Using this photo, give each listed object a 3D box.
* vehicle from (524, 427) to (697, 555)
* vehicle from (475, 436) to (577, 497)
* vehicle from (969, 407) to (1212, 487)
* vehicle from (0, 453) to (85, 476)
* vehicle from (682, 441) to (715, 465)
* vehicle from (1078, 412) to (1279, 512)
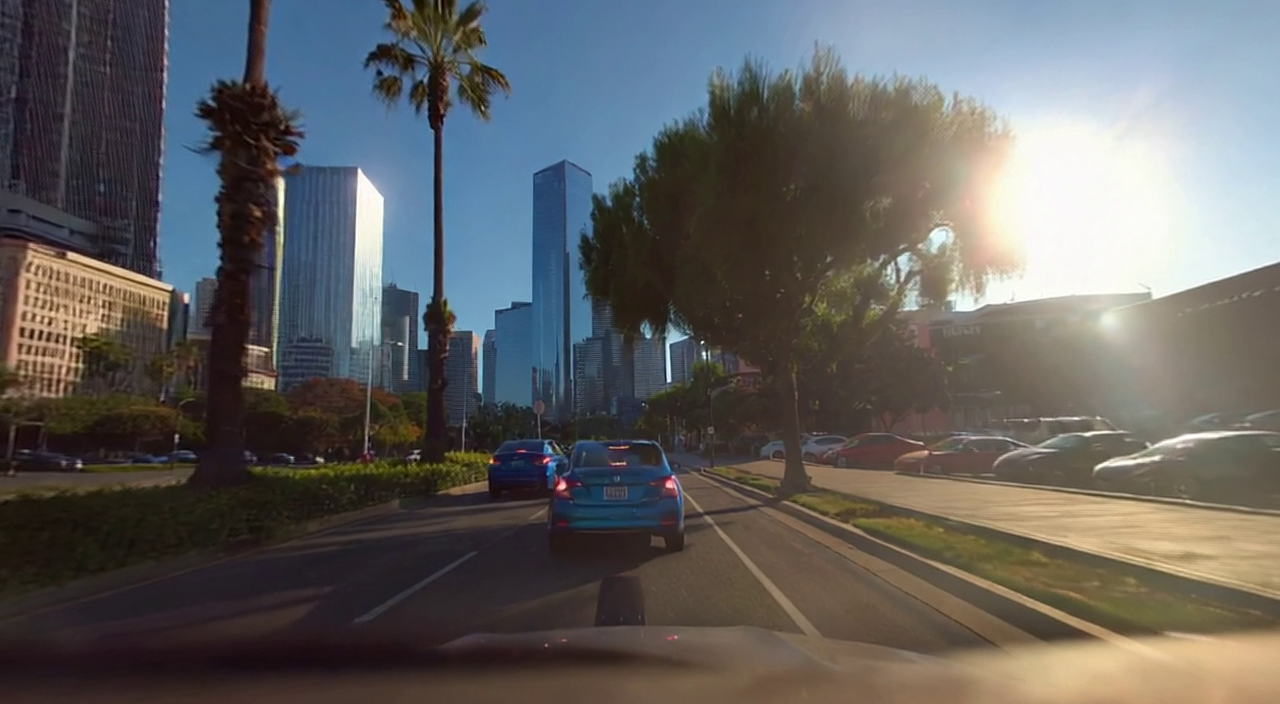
[{"bbox_3d":[-0.327,1.902,9.256,2.004,1.465,3.713,0,-9,0],"label":"vehicle"},{"bbox_3d":[-3.110,3.227,18.199,2.071,1.544,4.383,0,-9,1],"label":"vehicle"},{"bbox_3d":[12.866,2.772,18.406,5.187,1.962,2.196,-3,-9,4],"label":"vehicle"},{"bbox_3d":[-41.659,7.812,43.915,4.261,1.507,1.977,0,-9,0],"label":"vehicle"},{"bbox_3d":[4.312,7.498,47.157,2.039,1.701,4.223,0,-9,0],"label":"vehicle"},{"bbox_3d":[12.638,2.214,13.247,5.188,1.805,2.228,-2,-8,-3],"label":"vehicle"}]
